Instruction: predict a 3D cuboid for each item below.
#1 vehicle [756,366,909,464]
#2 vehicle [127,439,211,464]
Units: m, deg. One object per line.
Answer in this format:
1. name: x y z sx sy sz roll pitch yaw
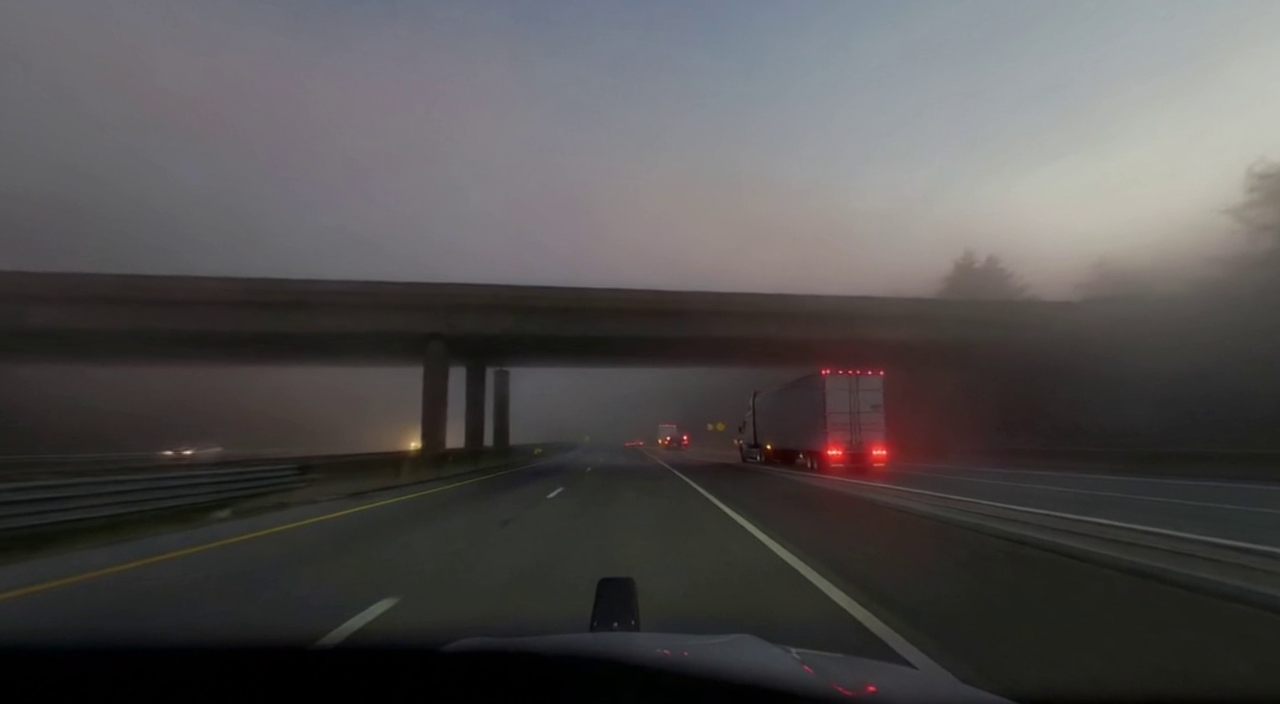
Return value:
1. vehicle: 9.200 3.536 32.808 2.855 4.053 13.328 0 -8 -4
2. vehicle: -31.070 6.561 41.694 1.914 1.478 4.481 -1 -8 2
